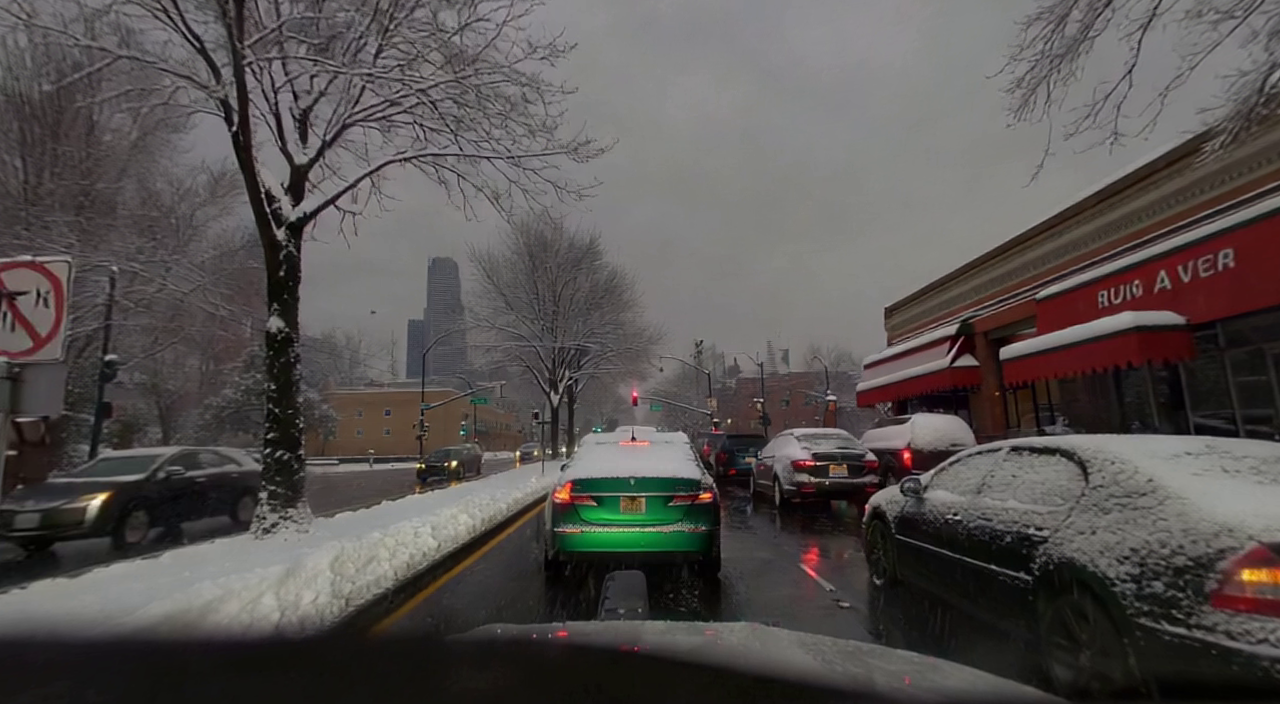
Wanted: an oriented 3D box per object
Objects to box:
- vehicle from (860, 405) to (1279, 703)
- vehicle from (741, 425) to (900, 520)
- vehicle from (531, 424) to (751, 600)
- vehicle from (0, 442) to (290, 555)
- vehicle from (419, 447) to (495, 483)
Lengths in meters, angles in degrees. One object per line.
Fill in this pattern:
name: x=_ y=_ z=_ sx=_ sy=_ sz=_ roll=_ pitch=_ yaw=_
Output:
vehicle: x=3.312 y=1.248 z=4.469 sx=1.988 sy=1.480 sz=4.195 roll=0 pitch=-9 yaw=0
vehicle: x=3.552 y=2.469 z=13.403 sx=2.025 sy=1.660 sz=4.263 roll=0 pitch=-9 yaw=-1
vehicle: x=-0.016 y=1.645 z=7.277 sx=1.887 sy=1.487 sz=3.535 roll=0 pitch=-9 yaw=-1
vehicle: x=-7.967 y=2.267 z=10.504 sx=1.953 sy=1.477 sz=4.050 roll=0 pitch=-9 yaw=0
vehicle: x=-7.950 y=4.929 z=27.940 sx=1.991 sy=1.433 sz=4.261 roll=-1 pitch=-9 yaw=1
